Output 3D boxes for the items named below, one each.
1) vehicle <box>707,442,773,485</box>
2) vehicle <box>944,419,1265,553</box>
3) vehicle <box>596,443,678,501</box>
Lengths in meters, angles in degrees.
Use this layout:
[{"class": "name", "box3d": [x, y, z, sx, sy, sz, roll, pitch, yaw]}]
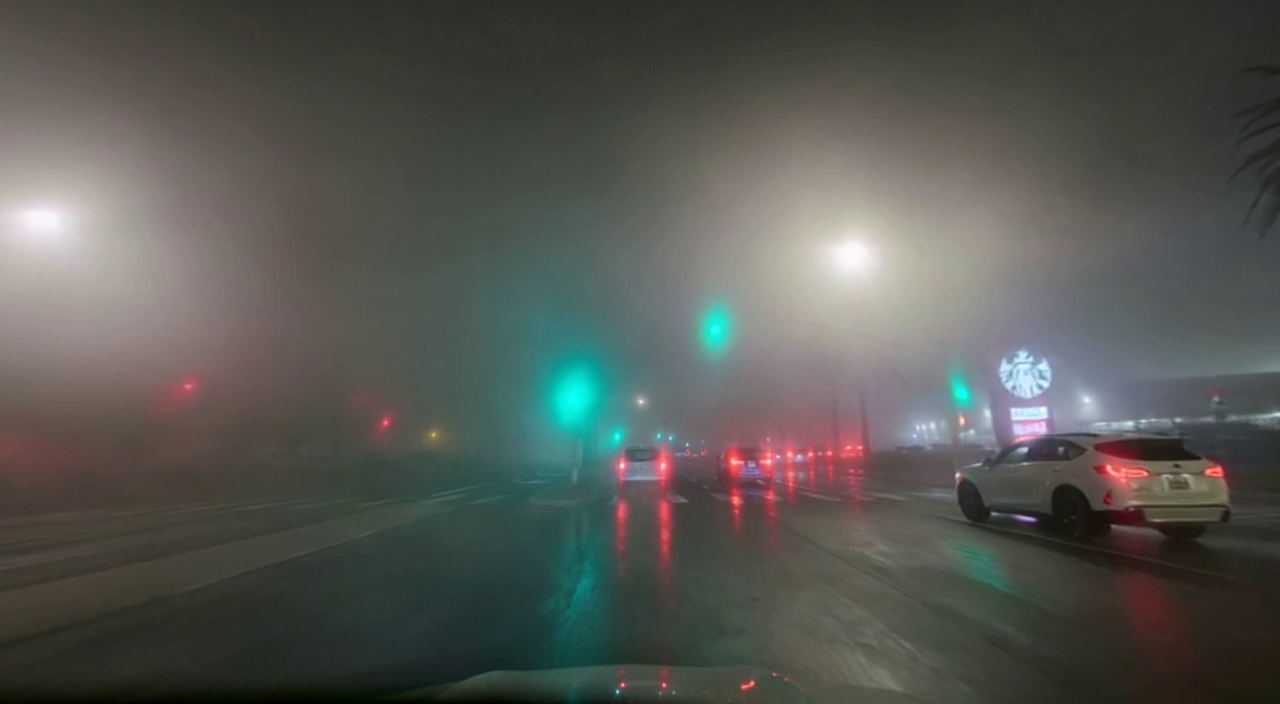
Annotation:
[{"class": "vehicle", "box3d": [3.903, 4.400, 25.316, 1.892, 1.532, 4.177, 0, -8, -1]}, {"class": "vehicle", "box3d": [6.882, 2.000, 10.092, 1.940, 1.674, 4.085, 0, -8, -1]}, {"class": "vehicle", "box3d": [-0.084, 3.394, 18.329, 2.110, 1.487, 3.873, 0, -8, 0]}]
